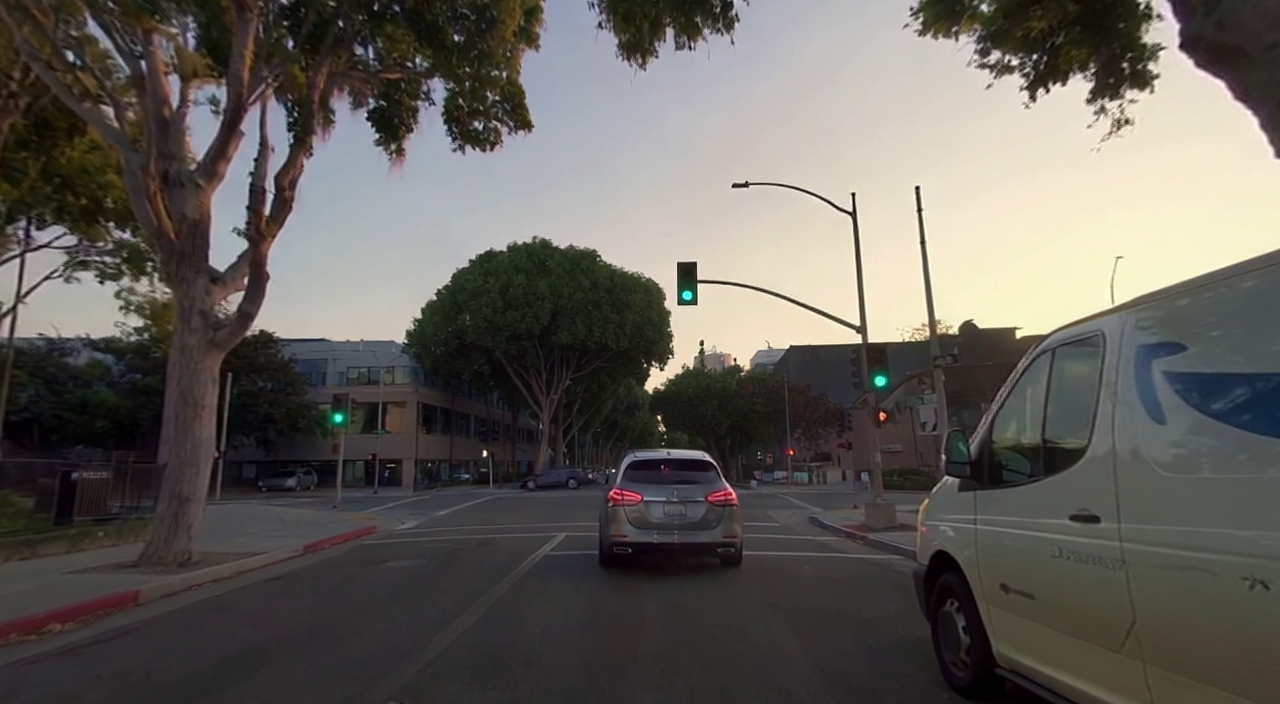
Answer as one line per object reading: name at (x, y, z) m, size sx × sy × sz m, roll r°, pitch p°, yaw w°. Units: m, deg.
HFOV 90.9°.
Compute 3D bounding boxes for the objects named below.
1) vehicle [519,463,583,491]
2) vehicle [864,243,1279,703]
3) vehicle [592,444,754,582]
vehicle at (-5.711, 8.113, 41.117) m, size 1.993 × 1.692 × 4.675 m, roll -4°, pitch -11°, yaw 23°
vehicle at (2.852, 0.815, 2.438) m, size 2.054 × 1.965 × 5.248 m, roll 1°, pitch -10°, yaw 0°
vehicle at (0.333, 2.282, 9.488) m, size 1.961 × 1.629 × 3.610 m, roll 1°, pitch -10°, yaw -2°
